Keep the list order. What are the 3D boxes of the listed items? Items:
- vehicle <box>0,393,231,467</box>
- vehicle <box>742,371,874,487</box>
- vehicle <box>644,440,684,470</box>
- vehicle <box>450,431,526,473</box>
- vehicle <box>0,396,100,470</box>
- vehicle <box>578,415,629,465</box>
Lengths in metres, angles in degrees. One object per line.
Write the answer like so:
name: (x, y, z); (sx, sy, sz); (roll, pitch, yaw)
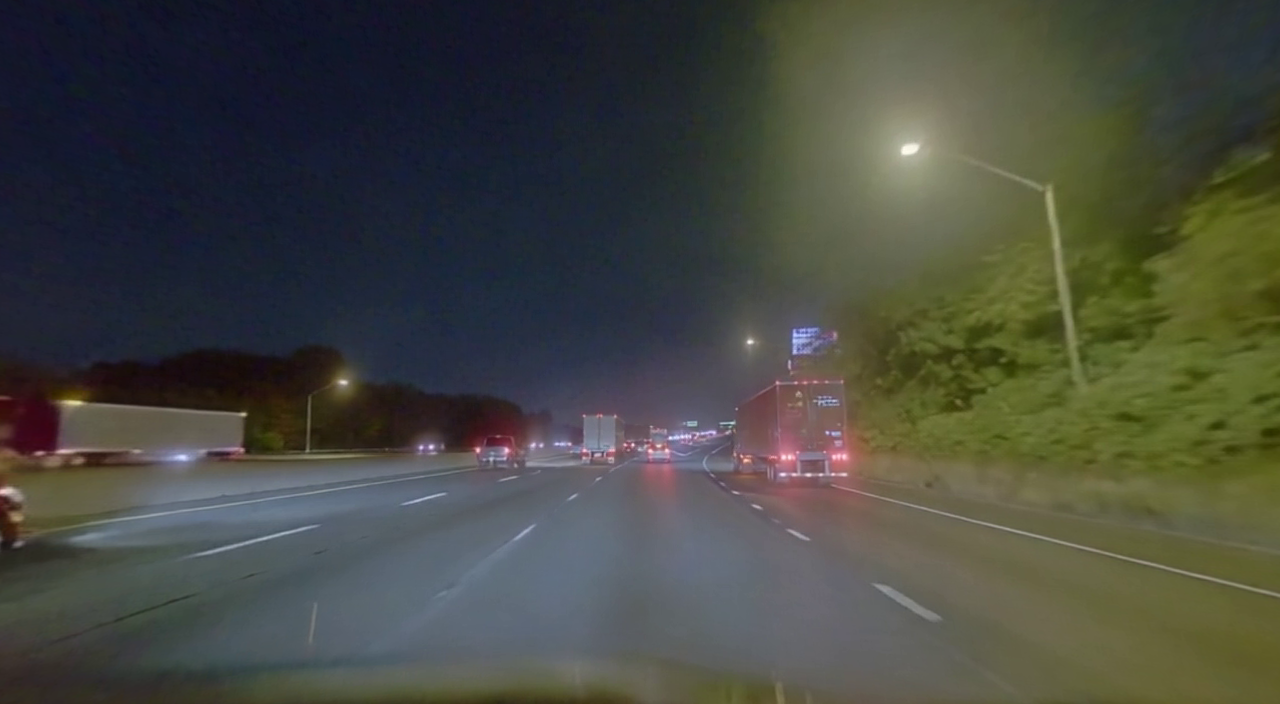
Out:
vehicle: (-34.837, 5.565, 43.400); (2.919, 4.193, 15.356); (0, -9, 1)
vehicle: (5.670, 2.879, 22.836); (2.895, 3.484, 7.631); (0, -8, 2)
vehicle: (1.258, 5.622, 34.656); (2.105, 1.502, 4.068); (0, -8, 0)
vehicle: (-7.203, 4.823, 30.552); (2.272, 1.850, 5.156); (0, -8, 1)
vehicle: (-35.057, 4.615, 35.400); (3.071, 3.852, 6.737); (0, -8, 2)
vehicle: (-2.390, 6.195, 44.281); (2.745, 3.156, 7.608); (0, -8, 3)
